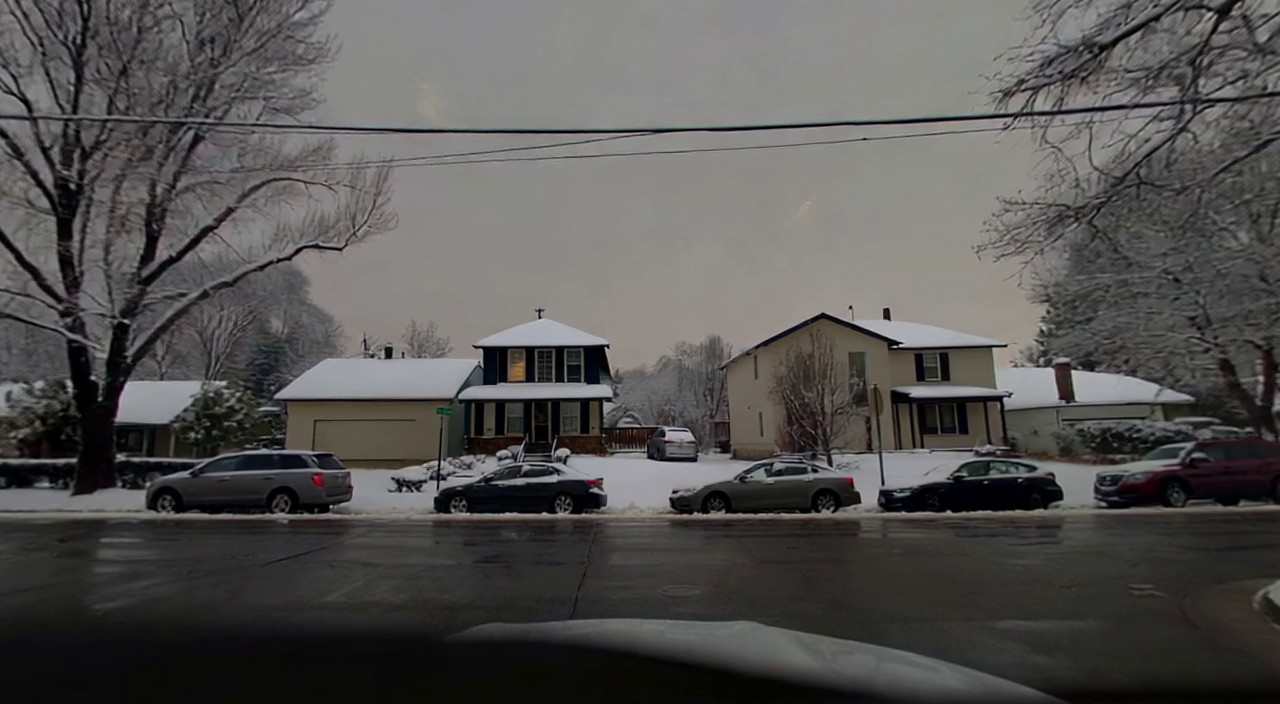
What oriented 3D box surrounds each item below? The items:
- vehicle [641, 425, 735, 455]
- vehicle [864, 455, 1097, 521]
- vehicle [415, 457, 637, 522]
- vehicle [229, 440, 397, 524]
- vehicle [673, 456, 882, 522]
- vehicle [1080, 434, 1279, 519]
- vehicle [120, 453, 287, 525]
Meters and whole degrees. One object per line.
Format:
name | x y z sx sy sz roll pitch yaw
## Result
vehicle | 2.347 4.424 31.638 4.565 1.479 1.775 0 -9 -2
vehicle | 8.321 3.320 15.647 4.785 1.471 1.798 0 -9 -4
vehicle | -2.611 3.309 15.390 5.075 1.436 1.863 0 -9 0
vehicle | -8.640 3.423 17.252 2.046 1.969 4.585 0 -8 1
vehicle | 3.180 3.277 15.303 4.663 1.452 1.801 0 -9 0
vehicle | 14.492 3.113 16.160 4.513 1.970 2.512 0 -9 -4
vehicle | -11.631 3.627 17.180 1.827 1.648 4.030 1 -9 -4
